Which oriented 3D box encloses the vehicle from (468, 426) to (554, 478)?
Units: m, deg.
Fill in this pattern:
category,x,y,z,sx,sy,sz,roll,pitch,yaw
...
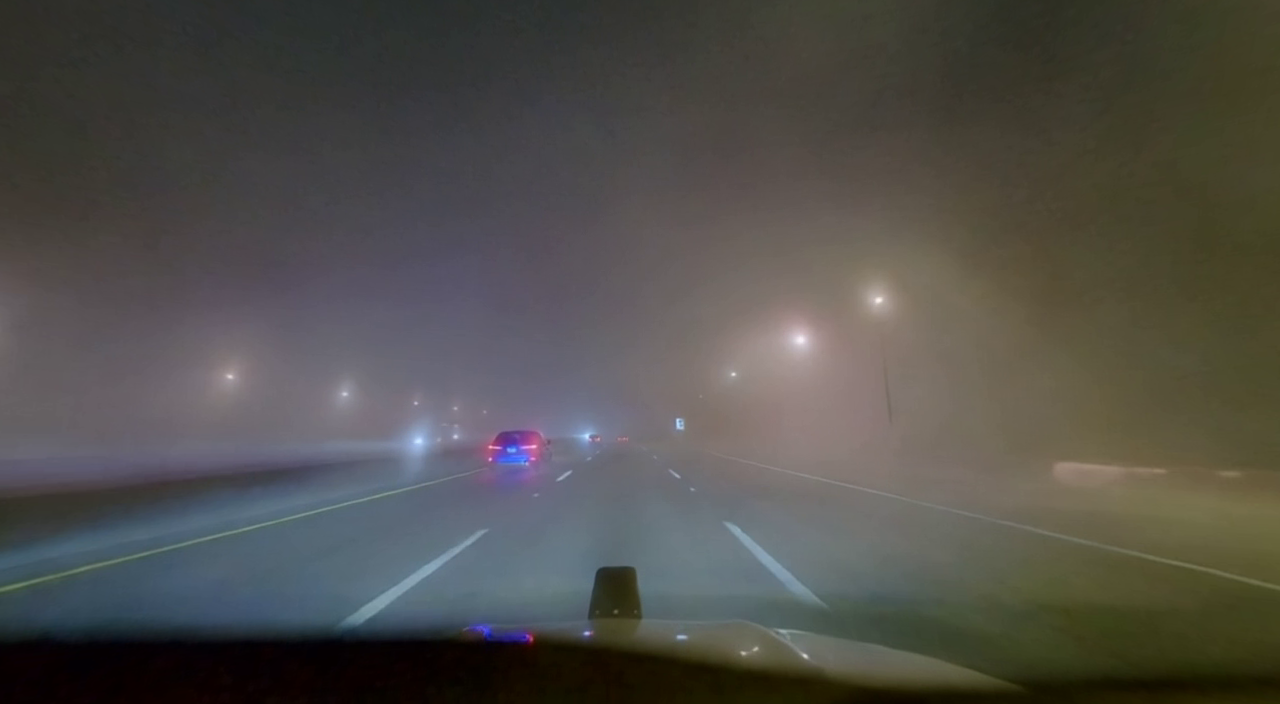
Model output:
category,x,y,z,sx,sy,sz,roll,pitch,yaw
vehicle,-4.256,3.369,21.547,2.062,1.591,4.156,0,-8,0
